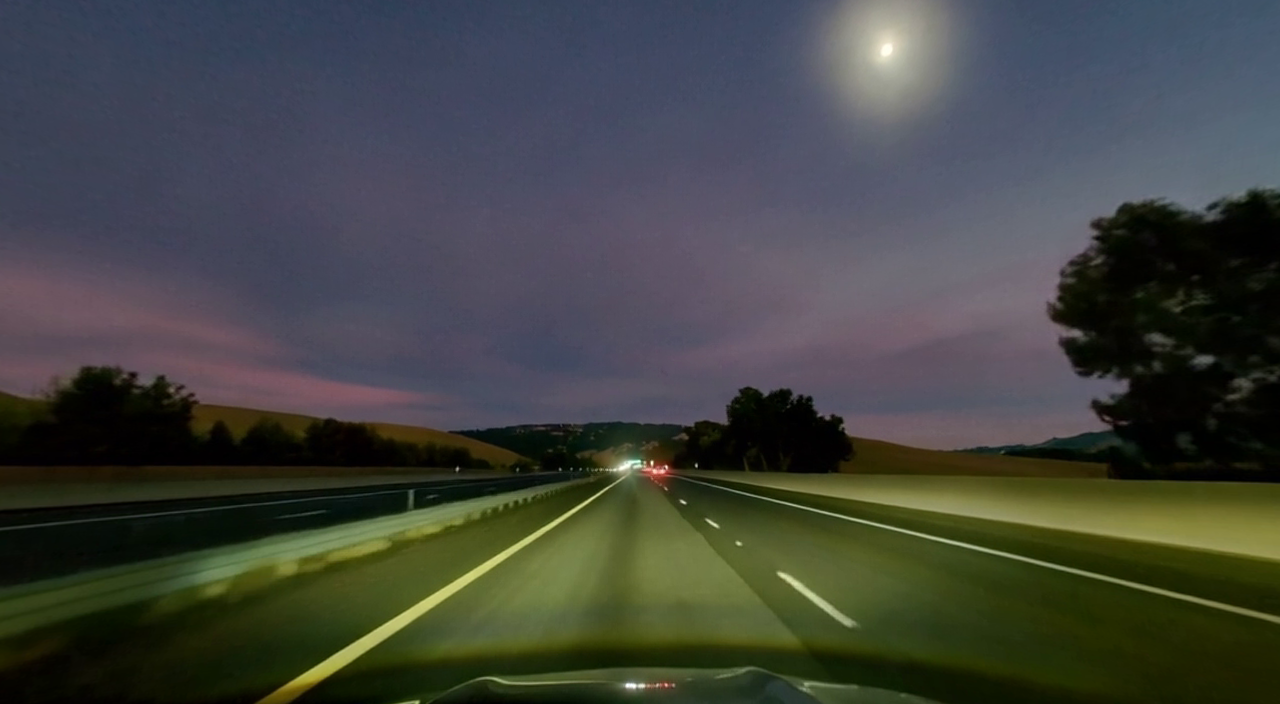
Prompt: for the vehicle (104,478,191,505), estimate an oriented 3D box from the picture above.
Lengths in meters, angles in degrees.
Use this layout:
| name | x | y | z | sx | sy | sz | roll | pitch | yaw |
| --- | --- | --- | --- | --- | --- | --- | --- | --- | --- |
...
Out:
| name | x | y | z | sx | sy | sz | roll | pitch | yaw |
| --- | --- | --- | --- | --- | --- | --- | --- | --- | --- |
| vehicle | -30.051 | 8.491 | 38.619 | 1.812 | 1.448 | 4.317 | 1 | -10 | 1 |
